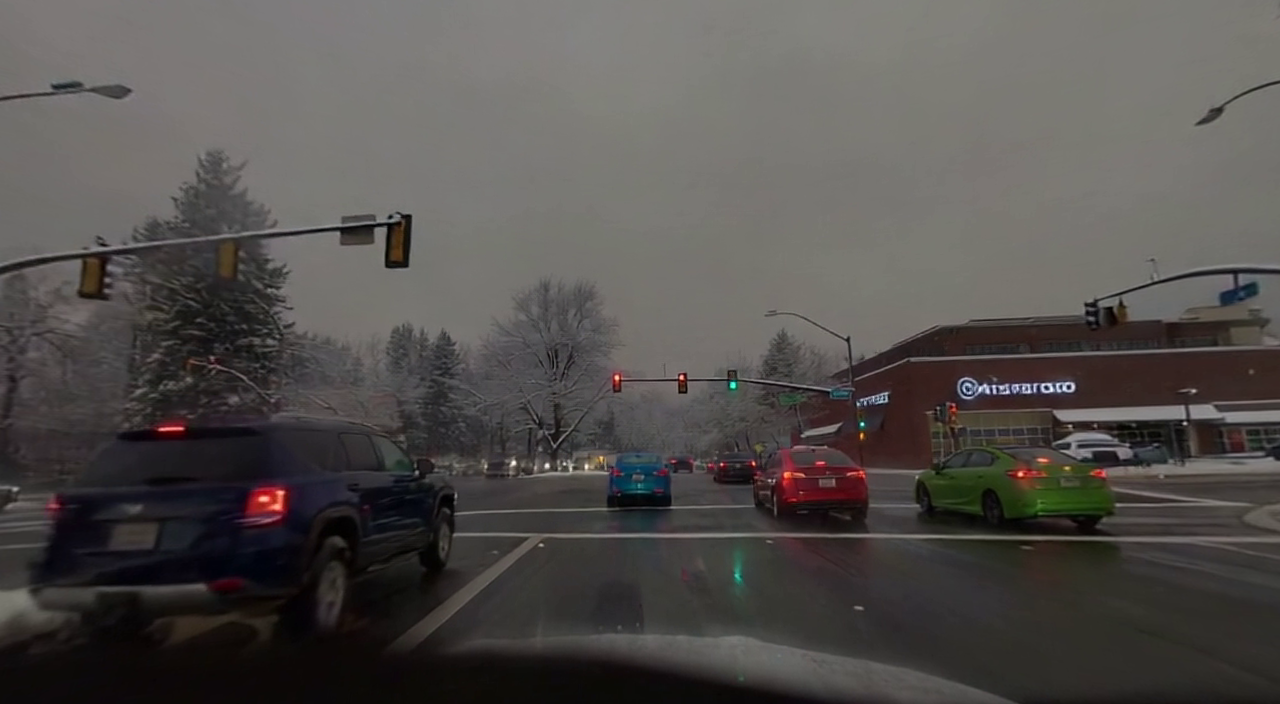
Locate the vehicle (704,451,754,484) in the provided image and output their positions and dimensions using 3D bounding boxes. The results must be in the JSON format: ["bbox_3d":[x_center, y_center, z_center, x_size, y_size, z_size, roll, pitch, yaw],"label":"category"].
[{"bbox_3d":[4.422,5.830,32.142,1.888,1.472,4.528,0,-8,0],"label":"vehicle"}]

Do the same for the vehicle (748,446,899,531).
[{"bbox_3d":[3.677,2.779,13.552,2.020,1.513,4.120,0,-8,1],"label":"vehicle"}]

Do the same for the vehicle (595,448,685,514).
[{"bbox_3d":[0.018,3.305,16.703,2.098,1.477,3.897,0,-8,0],"label":"vehicle"}]

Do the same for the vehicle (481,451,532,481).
[{"bbox_3d":[-7.876,6.734,37.661,1.962,1.639,4.259,0,-8,3],"label":"vehicle"}]

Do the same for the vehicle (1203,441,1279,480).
[{"bbox_3d":[30.259,5.163,30.153,4.581,1.765,1.943,-1,-9,7],"label":"vehicle"}]

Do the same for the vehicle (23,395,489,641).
[{"bbox_3d":[-3.476,1.609,7.333,2.160,1.823,5.115,0,-8,0],"label":"vehicle"}]

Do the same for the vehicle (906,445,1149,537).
[{"bbox_3d":[7.455,2.659,12.898,2.004,1.508,4.646,0,-8,0],"label":"vehicle"}]
